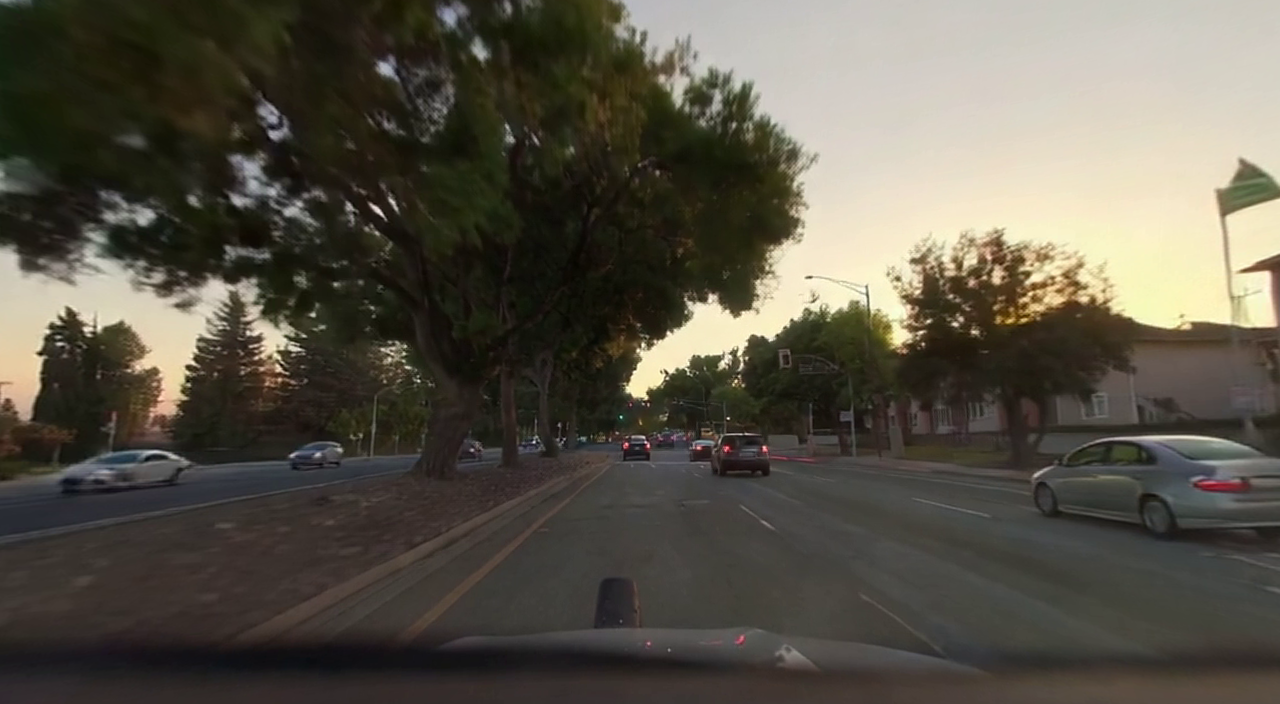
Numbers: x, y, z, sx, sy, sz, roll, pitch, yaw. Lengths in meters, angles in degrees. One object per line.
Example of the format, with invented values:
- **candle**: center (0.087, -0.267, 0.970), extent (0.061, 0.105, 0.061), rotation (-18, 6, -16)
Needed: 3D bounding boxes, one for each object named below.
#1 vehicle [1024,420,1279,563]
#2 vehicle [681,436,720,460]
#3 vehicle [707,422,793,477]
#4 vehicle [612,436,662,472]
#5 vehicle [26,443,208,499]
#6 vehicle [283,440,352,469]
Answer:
- **vehicle**: center (7.638, 1.786, 8.808), extent (1.949, 1.492, 4.103), rotation (0, -8, -1)
- **vehicle**: center (3.856, 6.233, 41.036), extent (2.064, 1.474, 4.389), rotation (0, -8, -1)
- **vehicle**: center (3.924, 3.613, 23.447), extent (2.209, 1.813, 4.724), rotation (0, -8, -2)
- **vehicle**: center (-0.123, 4.373, 27.347), extent (1.988, 1.418, 4.214), rotation (0, -8, -1)
- **vehicle**: center (-15.613, 3.531, 19.241), extent (1.825, 1.467, 4.364), rotation (0, -8, -1)
- **vehicle**: center (-19.802, 6.300, 39.001), extent (1.923, 1.703, 4.469), rotation (0, -8, 0)
